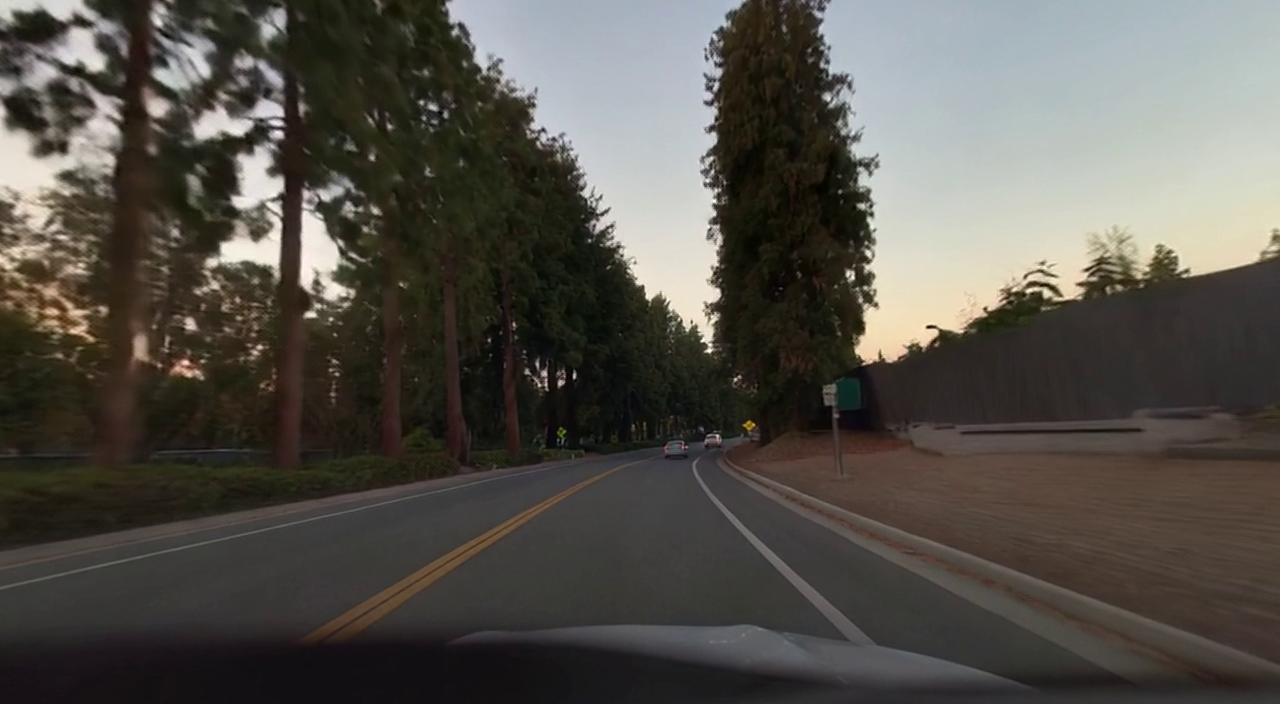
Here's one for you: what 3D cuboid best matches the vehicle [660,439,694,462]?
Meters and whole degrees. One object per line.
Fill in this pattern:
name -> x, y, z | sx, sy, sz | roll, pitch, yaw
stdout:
vehicle -> 2.490, 6.519, 41.989 | 2.071, 1.474, 4.047 | -1, -8, 5
